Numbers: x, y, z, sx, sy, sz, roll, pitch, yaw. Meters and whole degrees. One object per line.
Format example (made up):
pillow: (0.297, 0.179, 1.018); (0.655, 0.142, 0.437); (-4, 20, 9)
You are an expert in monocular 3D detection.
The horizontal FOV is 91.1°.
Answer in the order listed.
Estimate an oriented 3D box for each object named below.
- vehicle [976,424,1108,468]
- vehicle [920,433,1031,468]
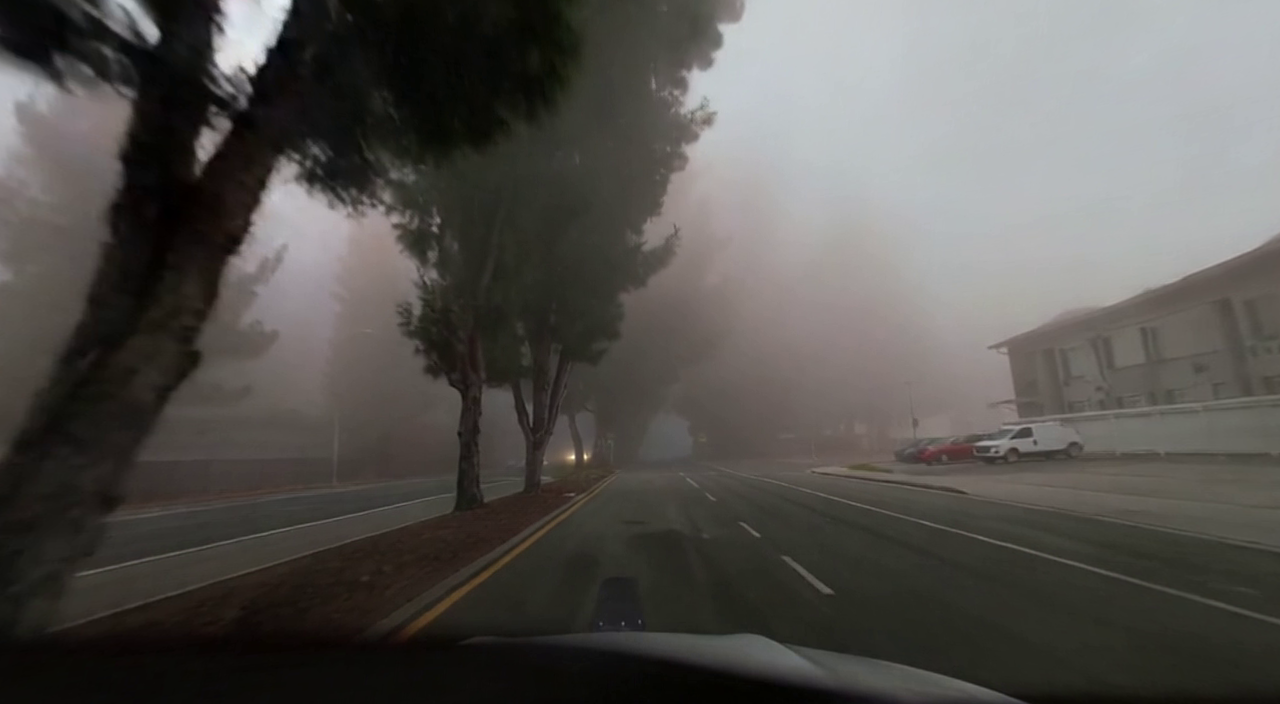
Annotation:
vehicle: (18.385, 4.301, 28.878); (4.611, 1.920, 2.043); (0, -8, -2)
vehicle: (18.190, 5.344, 34.139); (4.868, 1.768, 2.030); (0, -8, -3)
